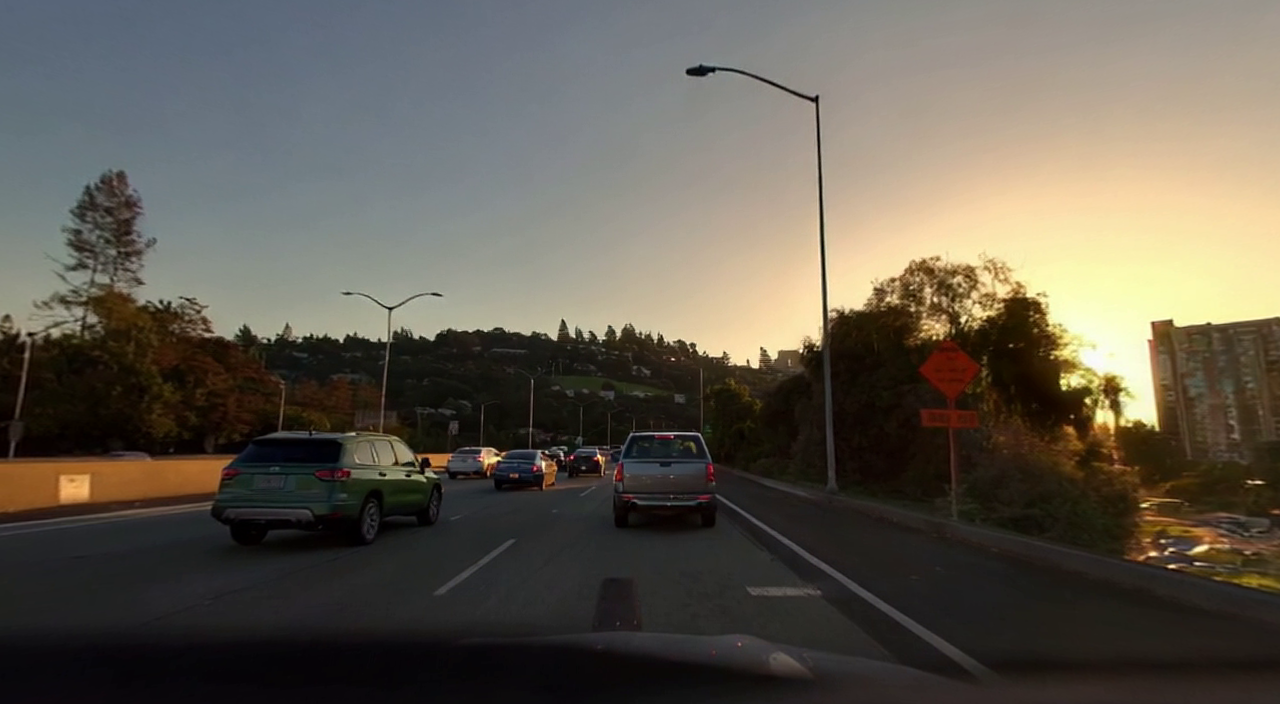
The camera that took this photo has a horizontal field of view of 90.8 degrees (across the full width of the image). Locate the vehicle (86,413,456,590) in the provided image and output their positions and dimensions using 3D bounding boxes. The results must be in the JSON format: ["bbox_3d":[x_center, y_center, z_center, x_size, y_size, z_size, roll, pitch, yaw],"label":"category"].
[{"bbox_3d":[-4.247,1.777,8.370,2.076,1.688,4.334,-1,-9,3],"label":"vehicle"}]

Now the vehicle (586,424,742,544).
[{"bbox_3d":[0.414,2.251,11.411,2.235,1.716,4.435,-1,-9,2],"label":"vehicle"}]

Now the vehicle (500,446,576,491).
[{"bbox_3d":[-3.620,4.220,23.235,1.868,1.470,4.105,-1,-9,4],"label":"vehicle"}]
